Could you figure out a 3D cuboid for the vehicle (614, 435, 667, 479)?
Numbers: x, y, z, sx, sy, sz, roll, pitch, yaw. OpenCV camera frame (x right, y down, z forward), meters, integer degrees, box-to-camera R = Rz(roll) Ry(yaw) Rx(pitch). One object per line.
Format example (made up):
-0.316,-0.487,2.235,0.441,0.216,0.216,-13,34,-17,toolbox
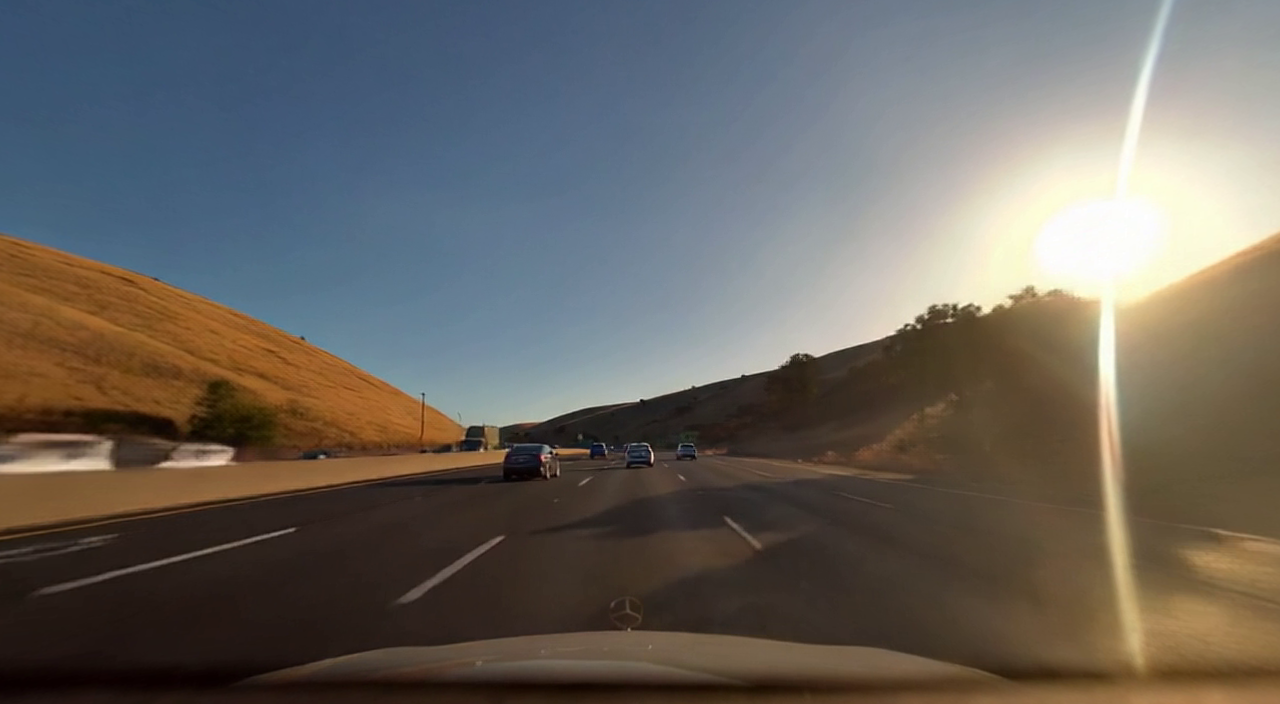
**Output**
0.022,4.412,26.824,2.086,1.685,4.206,0,-8,0,vehicle

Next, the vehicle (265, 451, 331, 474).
-23.531,7.632,43.616,1.886,1.445,4.611,0,-8,1,vehicle

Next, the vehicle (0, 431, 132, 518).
-12.589,2.287,11.848,1.921,1.577,4.913,0,-8,1,vehicle

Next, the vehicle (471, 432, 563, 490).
-3.832,3.490,20.503,2.076,1.690,4.113,0,-8,1,vehicle
